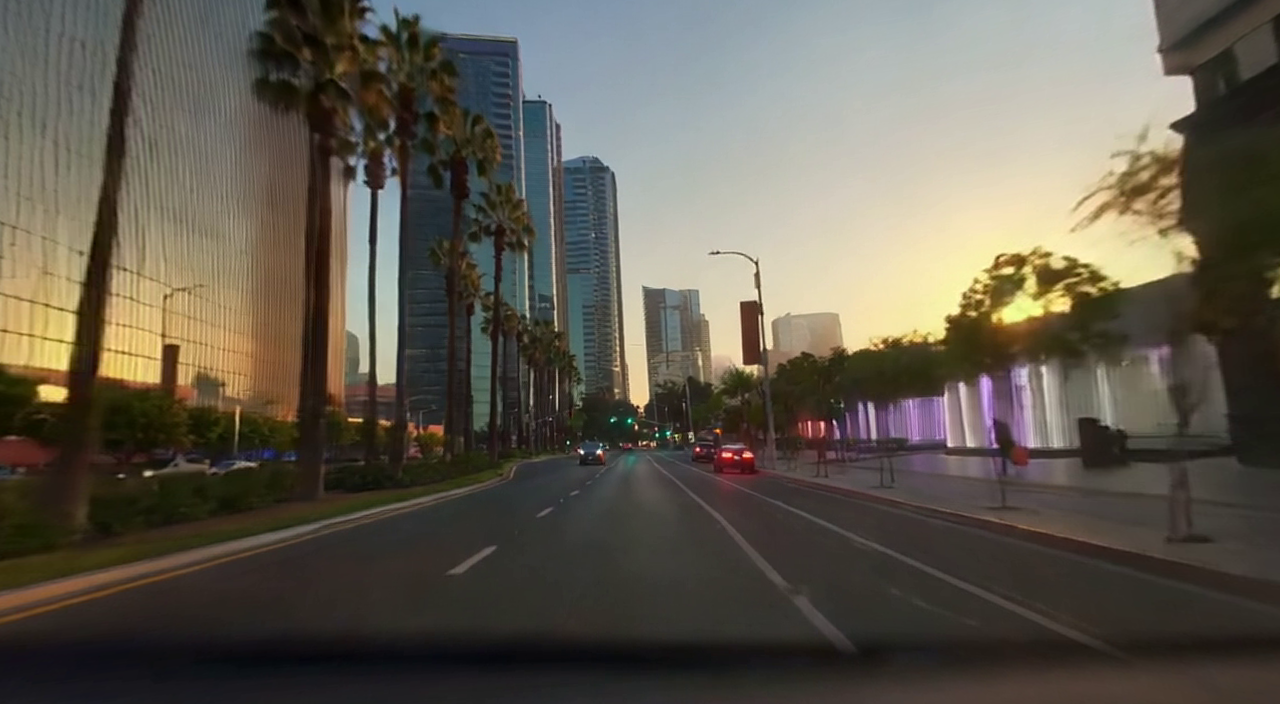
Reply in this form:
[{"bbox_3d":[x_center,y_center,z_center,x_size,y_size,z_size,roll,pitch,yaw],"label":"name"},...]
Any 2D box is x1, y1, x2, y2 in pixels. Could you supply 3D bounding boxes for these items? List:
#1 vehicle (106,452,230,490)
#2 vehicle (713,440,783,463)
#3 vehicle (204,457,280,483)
[{"bbox_3d":[-24.624,6.192,33.360,2.062,1.765,5.897,0,-9,-1],"label":"vehicle"},{"bbox_3d":[8.210,7.639,48.399,4.871,1.708,2.144,0,-9,-2],"label":"vehicle"},{"bbox_3d":[-24.237,7.183,38.693,1.751,1.424,4.506,0,-9,-1],"label":"vehicle"}]
